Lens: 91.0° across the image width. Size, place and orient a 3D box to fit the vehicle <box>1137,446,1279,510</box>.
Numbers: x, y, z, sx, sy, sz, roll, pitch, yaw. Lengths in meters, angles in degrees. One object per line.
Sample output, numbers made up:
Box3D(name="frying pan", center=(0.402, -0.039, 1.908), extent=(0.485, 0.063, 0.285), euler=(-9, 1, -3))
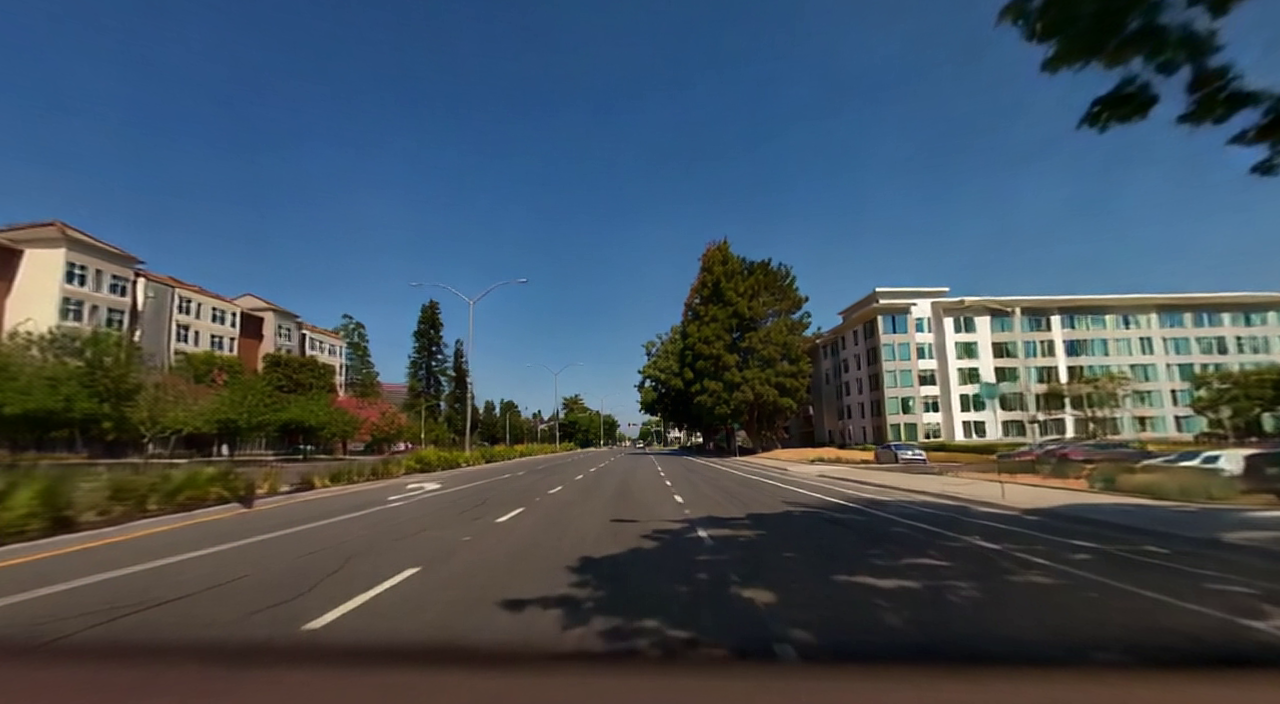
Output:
Box3D(name="vehicle", center=(14.997, 3.026, 15.443), extent=(3.938, 1.427, 1.989), euler=(0, -9, -3))

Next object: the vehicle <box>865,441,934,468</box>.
Box3D(name="vehicle", center=(15.266, 6.041, 37.330), extent=(1.931, 1.475, 4.671), euler=(0, -9, -3))
